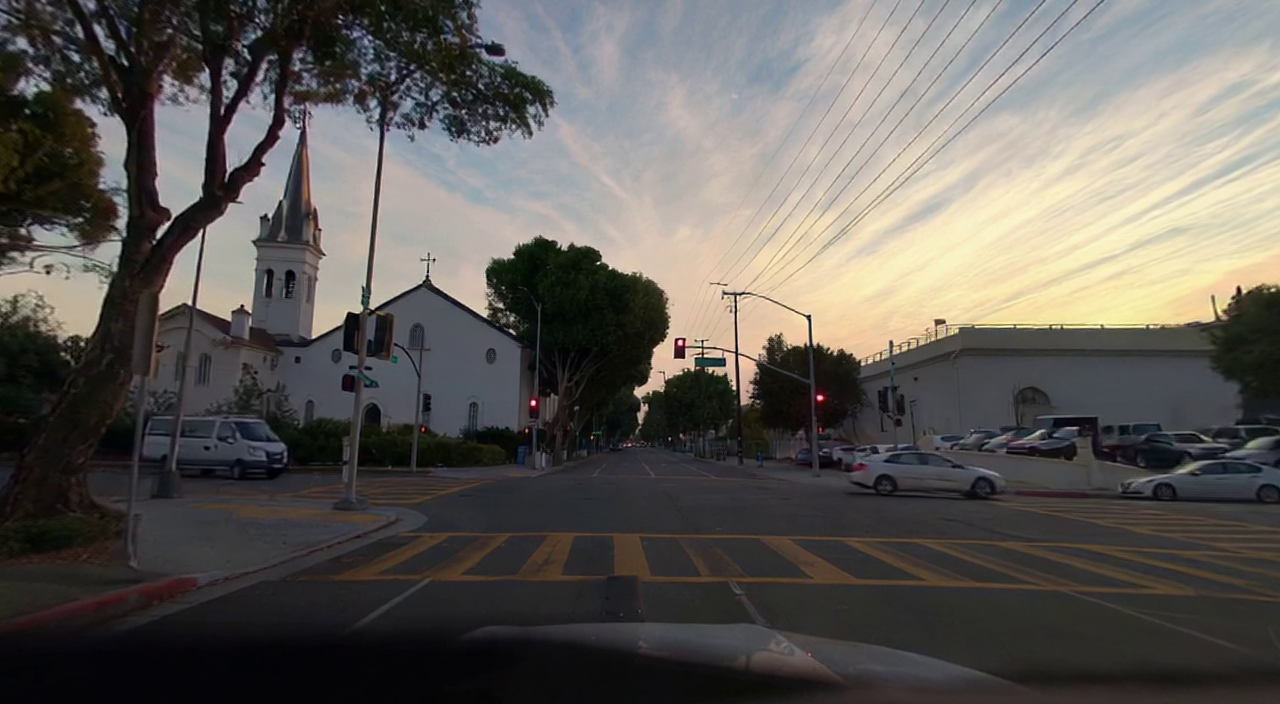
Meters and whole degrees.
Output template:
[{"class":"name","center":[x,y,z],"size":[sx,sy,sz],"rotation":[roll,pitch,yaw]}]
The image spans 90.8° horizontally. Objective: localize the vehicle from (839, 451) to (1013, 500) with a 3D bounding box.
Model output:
[{"class":"vehicle","center":[9.231,4.011,20.741],"size":[4.718,1.497,2.032],"rotation":[0,-9,3]}]

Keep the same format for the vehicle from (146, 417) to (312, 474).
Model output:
[{"class":"vehicle","center":[-14.408,3.303,22.366],"size":[4.372,1.892,2.002],"rotation":[0,-9,-2]}]
